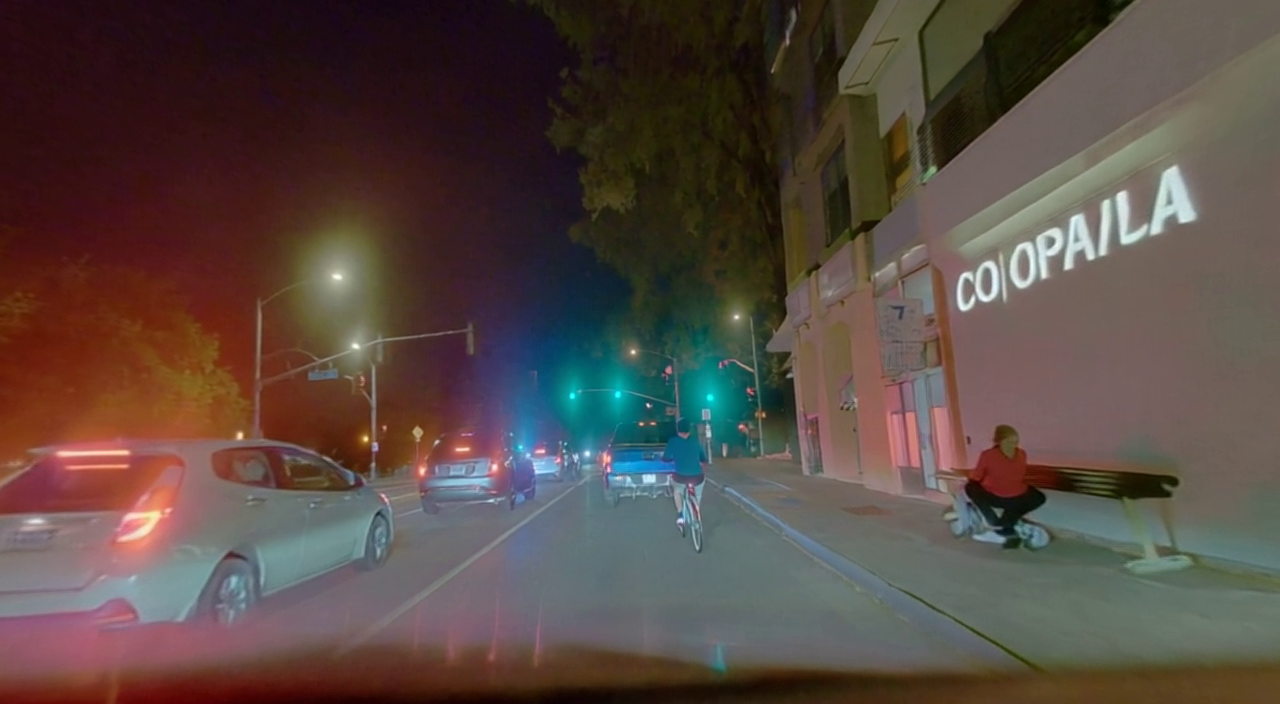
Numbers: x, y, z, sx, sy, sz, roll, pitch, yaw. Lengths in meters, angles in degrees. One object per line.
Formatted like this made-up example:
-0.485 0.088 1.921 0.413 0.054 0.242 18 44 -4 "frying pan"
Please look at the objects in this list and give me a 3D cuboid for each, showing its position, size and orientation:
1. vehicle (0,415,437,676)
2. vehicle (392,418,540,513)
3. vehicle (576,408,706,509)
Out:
-3.599 1.435 5.782 2.064 1.486 4.140 0 -9 0 "vehicle"
-3.623 2.472 14.145 2.046 1.750 4.452 0 -9 0 "vehicle"
-0.019 2.372 14.378 2.426 1.882 5.027 0 -9 -1 "vehicle"
